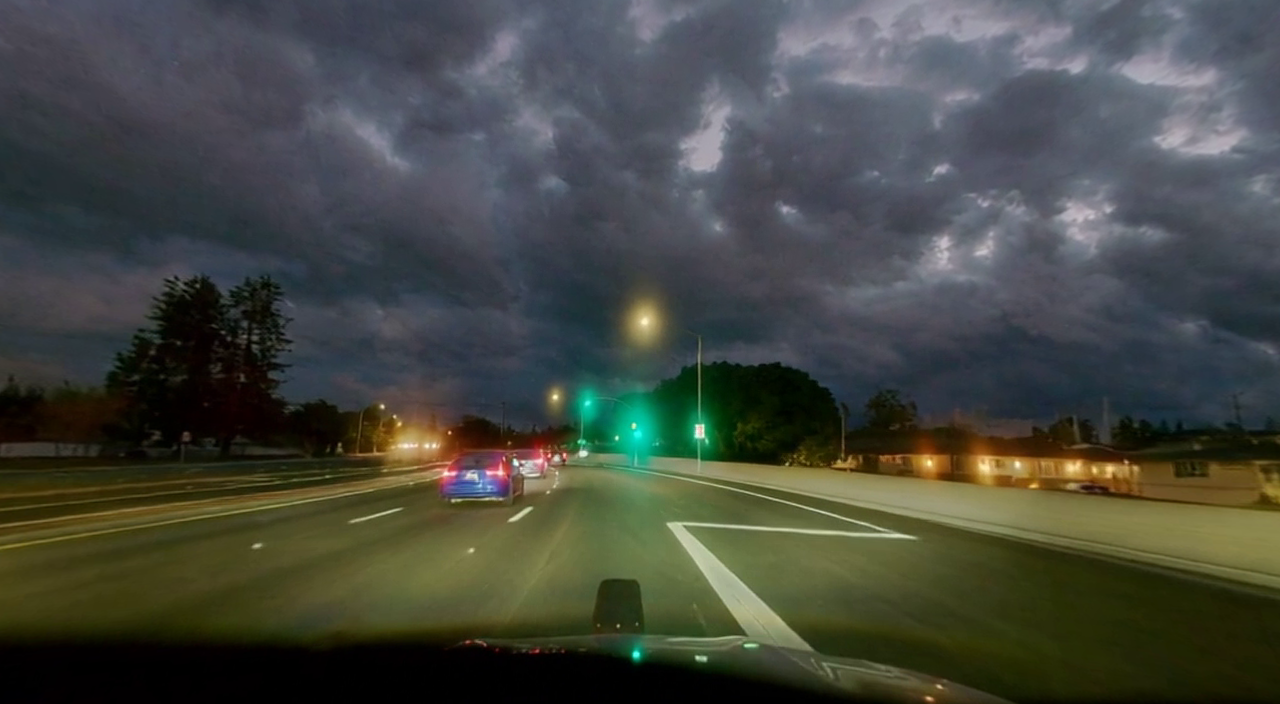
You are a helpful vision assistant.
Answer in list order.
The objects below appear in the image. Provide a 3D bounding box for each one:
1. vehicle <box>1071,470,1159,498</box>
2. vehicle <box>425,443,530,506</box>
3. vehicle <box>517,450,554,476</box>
[{"bbox_3d":[35.230,9.795,47.086,1.953,1.686,5.424,1,-9,-7],"label":"vehicle"},{"bbox_3d":[-4.670,3.556,18.907,2.098,1.613,4.606,0,-8,-3],"label":"vehicle"},{"bbox_3d":[-6.407,6.815,39.105,1.904,1.476,3.736,0,-8,-4],"label":"vehicle"}]
